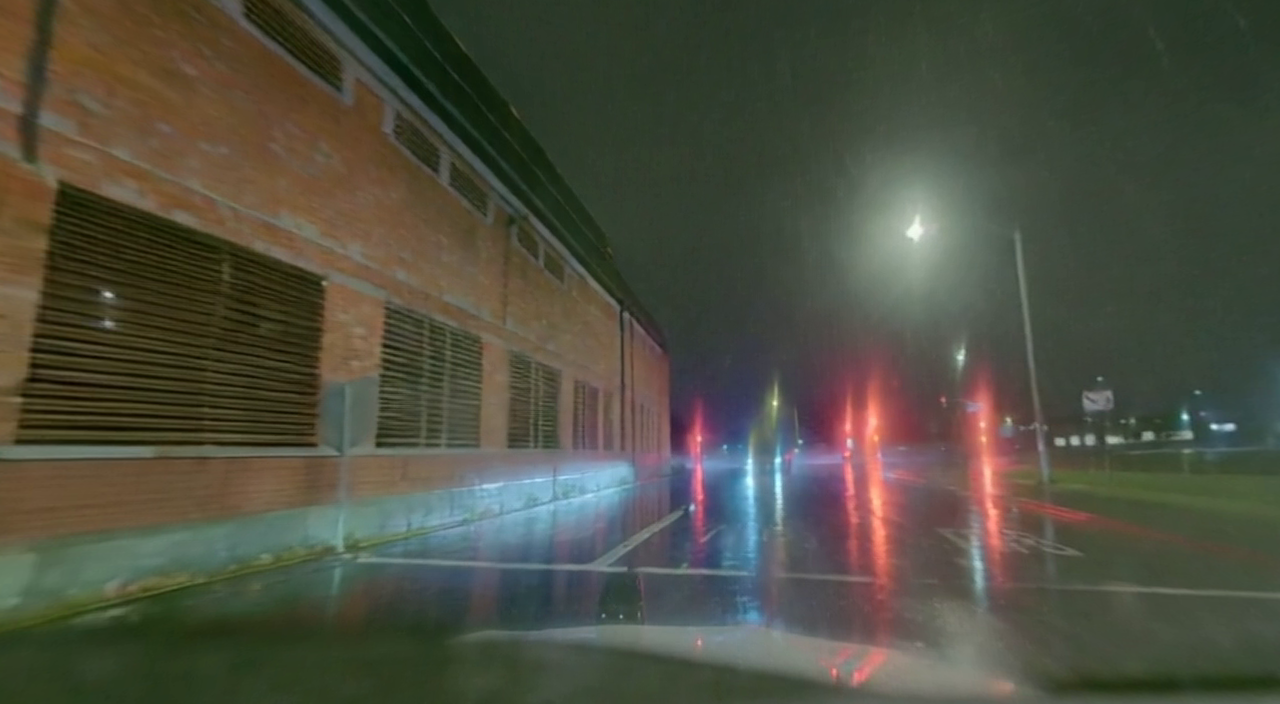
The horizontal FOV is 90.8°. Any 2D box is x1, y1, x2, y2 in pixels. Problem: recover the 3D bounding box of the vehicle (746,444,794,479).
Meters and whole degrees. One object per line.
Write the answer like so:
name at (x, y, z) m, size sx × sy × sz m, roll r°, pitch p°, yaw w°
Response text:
vehicle at (6.770, 5.607, 32.689) m, size 2.218 × 1.657 × 4.551 m, roll -1°, pitch -9°, yaw 12°
